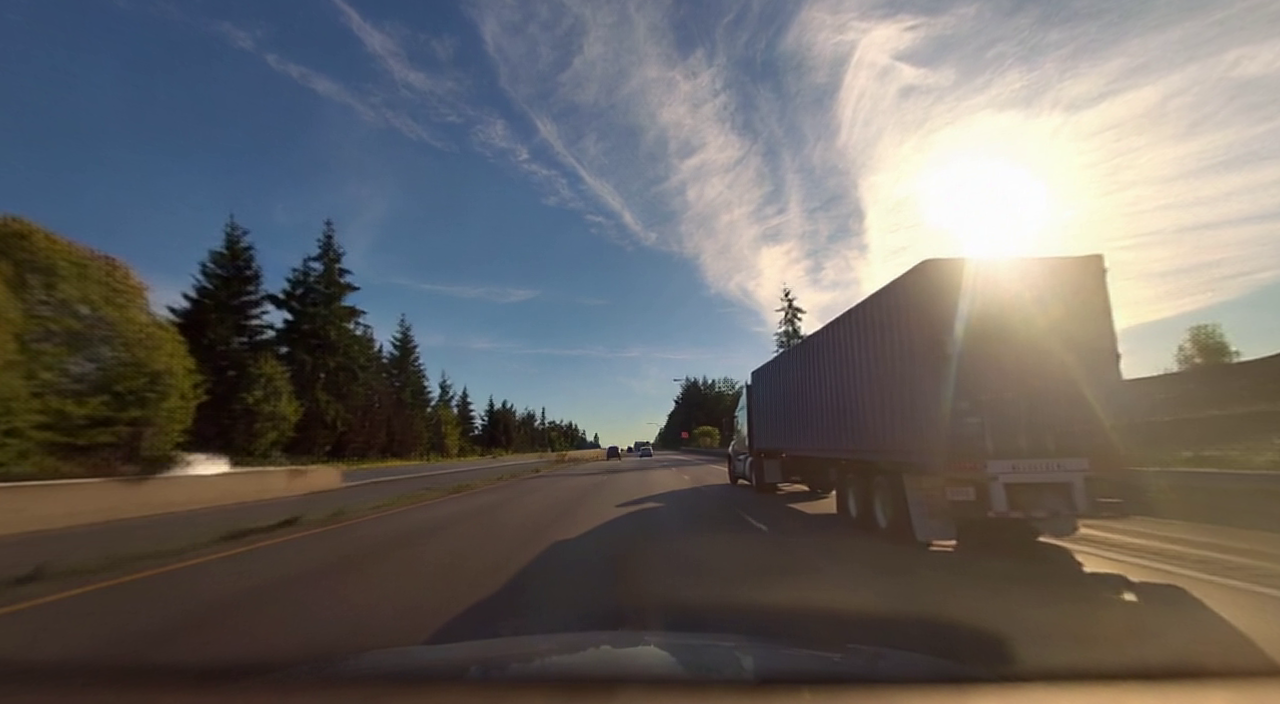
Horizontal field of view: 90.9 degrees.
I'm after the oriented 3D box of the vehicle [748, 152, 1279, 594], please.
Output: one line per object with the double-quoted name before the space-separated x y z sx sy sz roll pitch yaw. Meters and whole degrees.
"vehicle" 4.722 1.076 12.112 2.821 4.046 12.876 0 -9 -1
